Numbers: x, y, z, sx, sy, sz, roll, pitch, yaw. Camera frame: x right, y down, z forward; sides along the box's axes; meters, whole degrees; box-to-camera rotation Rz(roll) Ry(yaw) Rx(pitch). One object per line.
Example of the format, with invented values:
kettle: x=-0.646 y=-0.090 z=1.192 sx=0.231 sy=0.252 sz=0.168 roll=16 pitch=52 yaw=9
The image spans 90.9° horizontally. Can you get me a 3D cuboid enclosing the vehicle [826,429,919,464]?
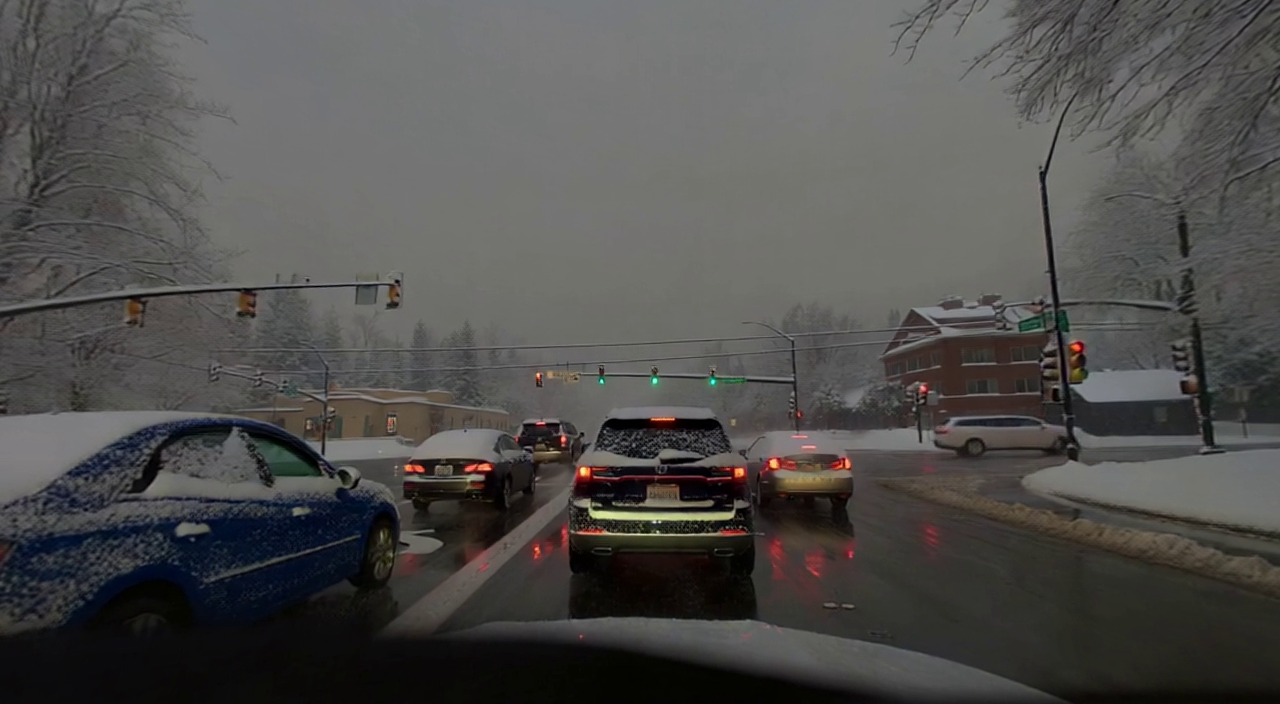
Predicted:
vehicle: x=11.206 y=4.534 z=30.490 sx=4.026 sy=1.573 sz=2.271 roll=-3 pitch=-8 yaw=21

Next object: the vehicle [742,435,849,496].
vehicle: x=4.101 y=3.055 z=17.339 sx=1.979 sy=1.453 sz=4.011 roll=0 pitch=-8 yaw=1

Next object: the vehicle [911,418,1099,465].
vehicle: x=16.490 y=4.106 z=29.027 sx=6.879 sy=1.984 sz=2.808 roll=-2 pitch=-8 yaw=11

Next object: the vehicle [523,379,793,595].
vehicle: x=0.204 y=1.465 z=7.644 sx=2.300 sy=1.832 sz=4.331 roll=0 pitch=-8 yaw=1

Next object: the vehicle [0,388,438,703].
vehicle: x=-3.219 y=1.193 z=4.393 sx=1.958 sy=1.494 sz=4.624 roll=0 pitch=-8 yaw=2

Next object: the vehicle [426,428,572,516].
vehicle: x=-2.682 y=2.390 z=13.076 sx=1.851 sy=1.502 sz=4.042 roll=0 pitch=-8 yaw=4
